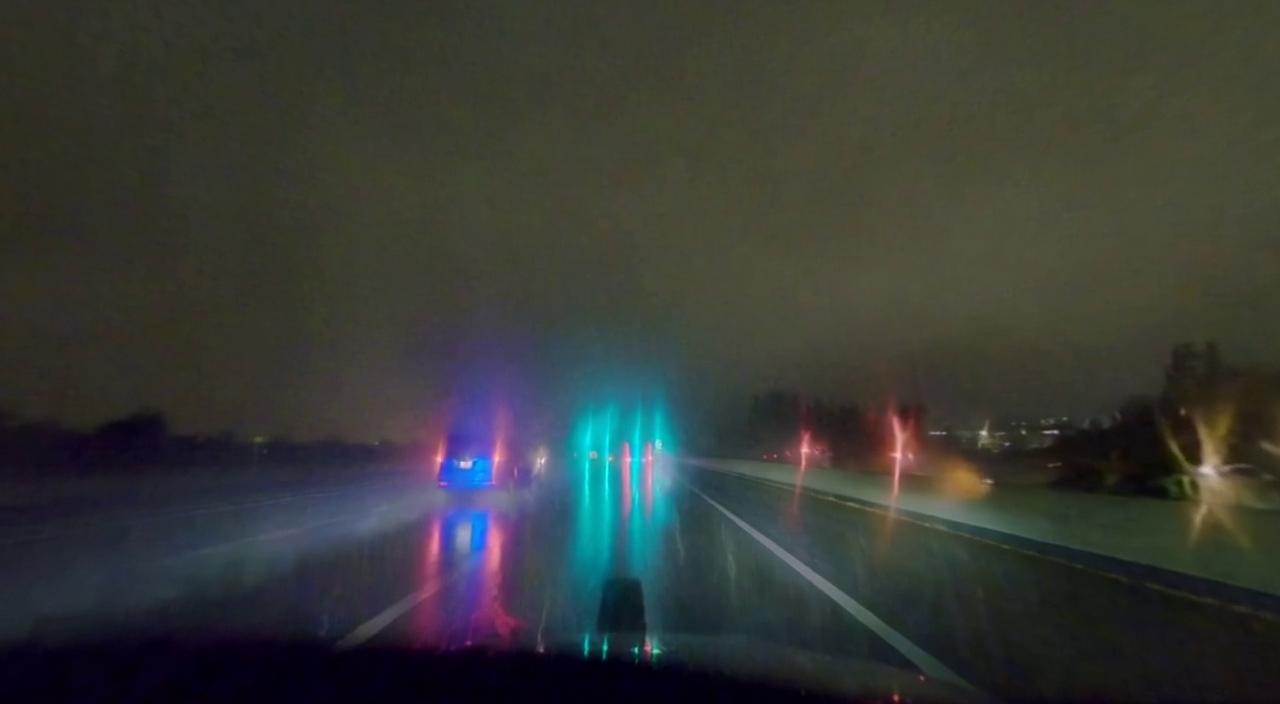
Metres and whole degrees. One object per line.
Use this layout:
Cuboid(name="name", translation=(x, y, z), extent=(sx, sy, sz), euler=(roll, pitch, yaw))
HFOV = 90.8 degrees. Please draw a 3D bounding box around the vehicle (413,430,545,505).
Cuboid(name="vehicle", translation=(-4.210, 3.118, 17.537), extent=(2.272, 1.759, 5.058), euler=(0, -9, 1))
